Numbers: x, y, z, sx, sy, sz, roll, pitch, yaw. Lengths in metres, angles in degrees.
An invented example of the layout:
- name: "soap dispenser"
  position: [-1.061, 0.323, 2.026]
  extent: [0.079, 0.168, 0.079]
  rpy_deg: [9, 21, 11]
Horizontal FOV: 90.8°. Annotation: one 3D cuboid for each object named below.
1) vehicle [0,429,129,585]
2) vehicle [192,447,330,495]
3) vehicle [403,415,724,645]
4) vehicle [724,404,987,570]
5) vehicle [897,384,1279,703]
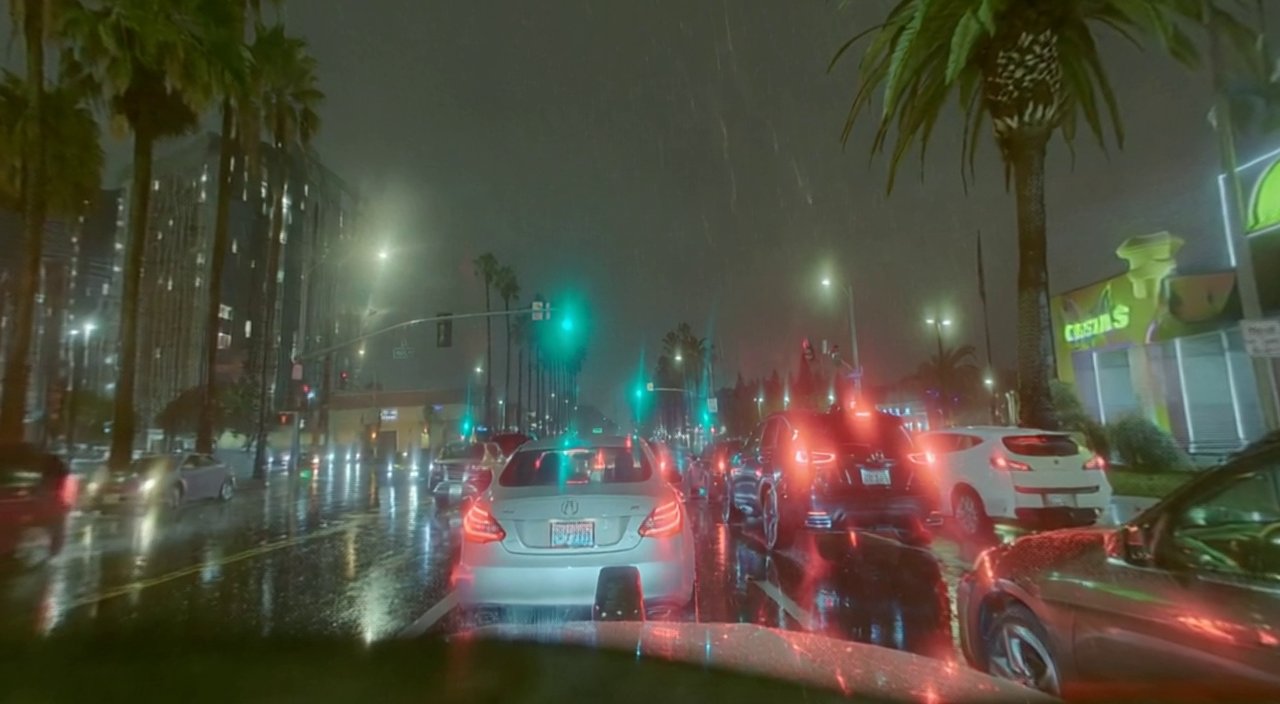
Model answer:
- name: "vehicle"
  position: [-7.146, 1.414, 5.492]
  extent: [1.945, 1.494, 4.252]
  rpy_deg: [0, -9, -3]
- name: "vehicle"
  position: [-12.876, 4.027, 21.902]
  extent: [1.856, 1.455, 4.700]
  rpy_deg: [0, -9, 0]
- name: "vehicle"
  position: [-0.521, 1.475, 6.252]
  extent: [2.096, 1.492, 4.071]
  rpy_deg: [0, -9, -1]
- name: "vehicle"
  position: [2.630, 1.786, 9.095]
  extent: [2.096, 1.775, 4.440]
  rpy_deg: [0, -9, -1]
- name: "vehicle"
  position: [2.617, 0.815, 1.526]
  extent: [2.085, 1.469, 4.458]
  rpy_deg: [0, -9, 0]
